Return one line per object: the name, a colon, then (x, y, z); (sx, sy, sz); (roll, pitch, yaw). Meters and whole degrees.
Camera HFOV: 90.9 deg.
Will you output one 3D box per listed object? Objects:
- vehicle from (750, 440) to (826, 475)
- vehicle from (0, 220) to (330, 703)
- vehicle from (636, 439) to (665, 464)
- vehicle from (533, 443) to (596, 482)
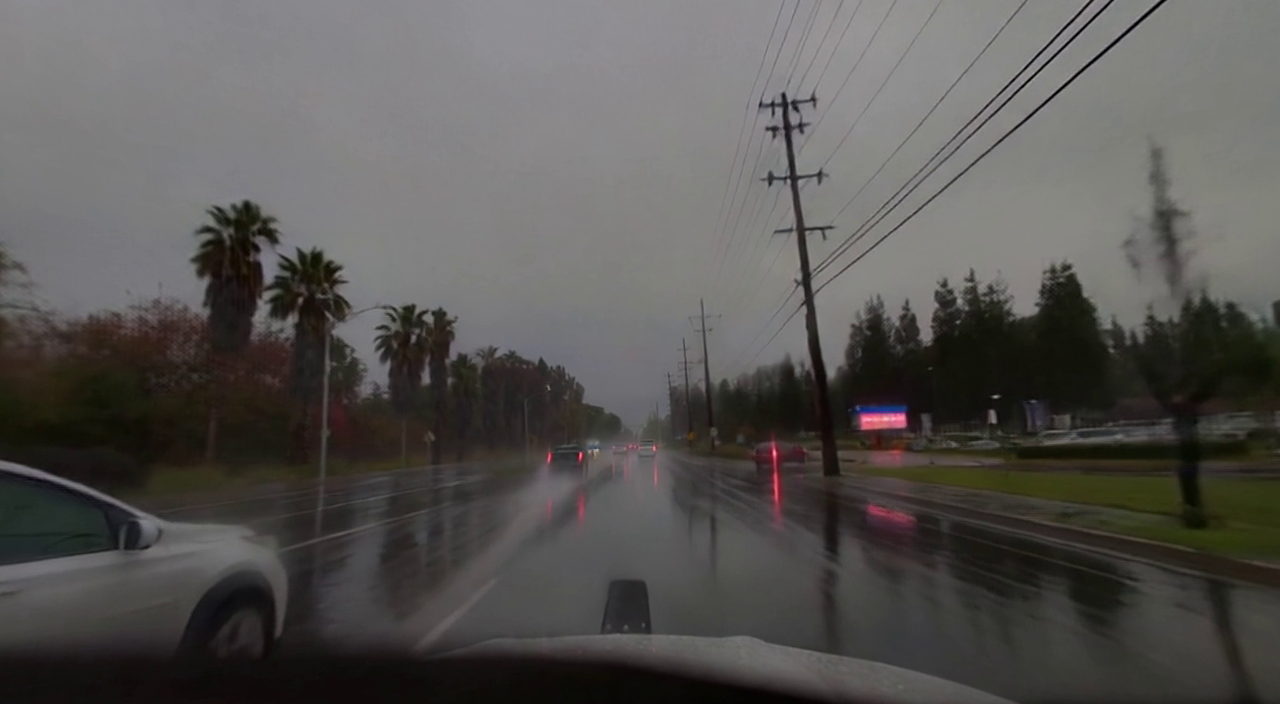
vehicle: (7.247, 5.064, 30.573); (2.062, 1.541, 4.420); (-6, -10, 33)
vehicle: (-3.041, 0.457, 0.692); (2.381, 1.961, 5.563); (-1, -9, 2)
vehicle: (0.772, 7.600, 48.221); (2.155, 1.781, 3.977); (0, -9, 1)
vehicle: (-2.955, 4.449, 25.674); (1.982, 1.451, 4.152); (0, -9, 1)
